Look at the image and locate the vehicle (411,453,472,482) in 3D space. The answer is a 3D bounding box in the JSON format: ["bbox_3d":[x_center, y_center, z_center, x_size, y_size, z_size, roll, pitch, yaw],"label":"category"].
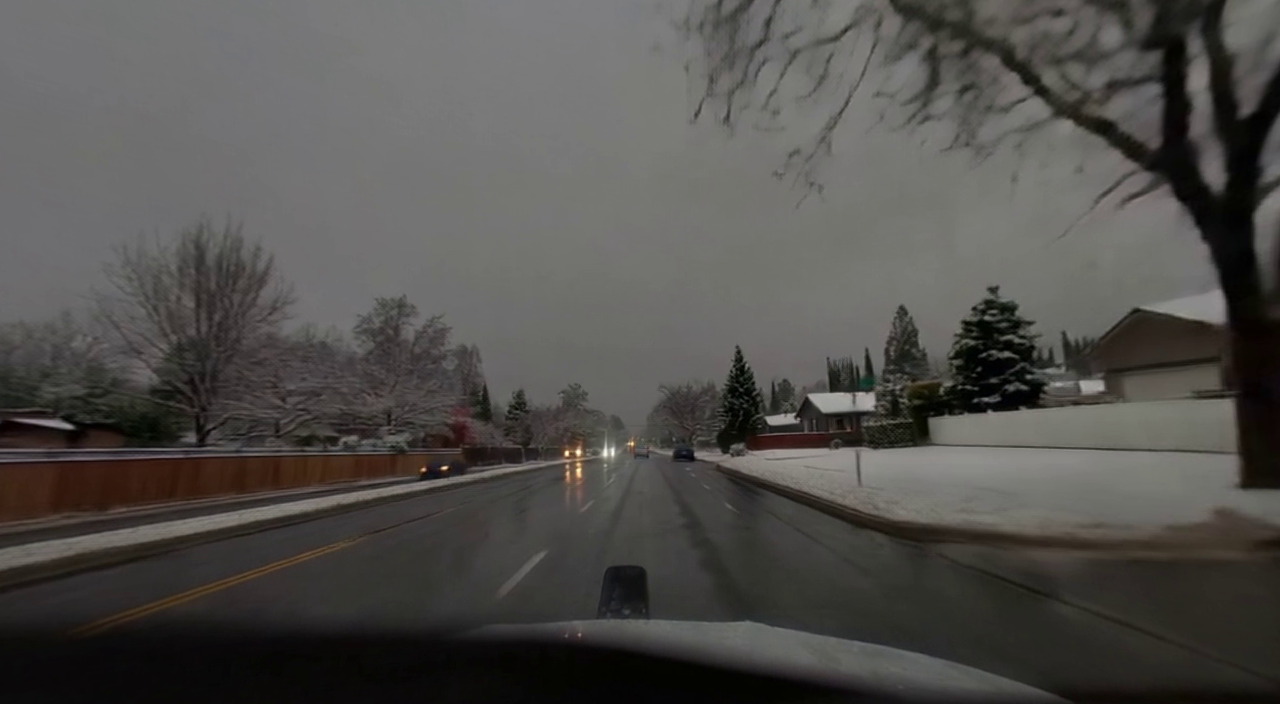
[{"bbox_3d":[-11.532,6.704,36.895,1.947,1.513,4.710,0,-8,1],"label":"vehicle"}]
